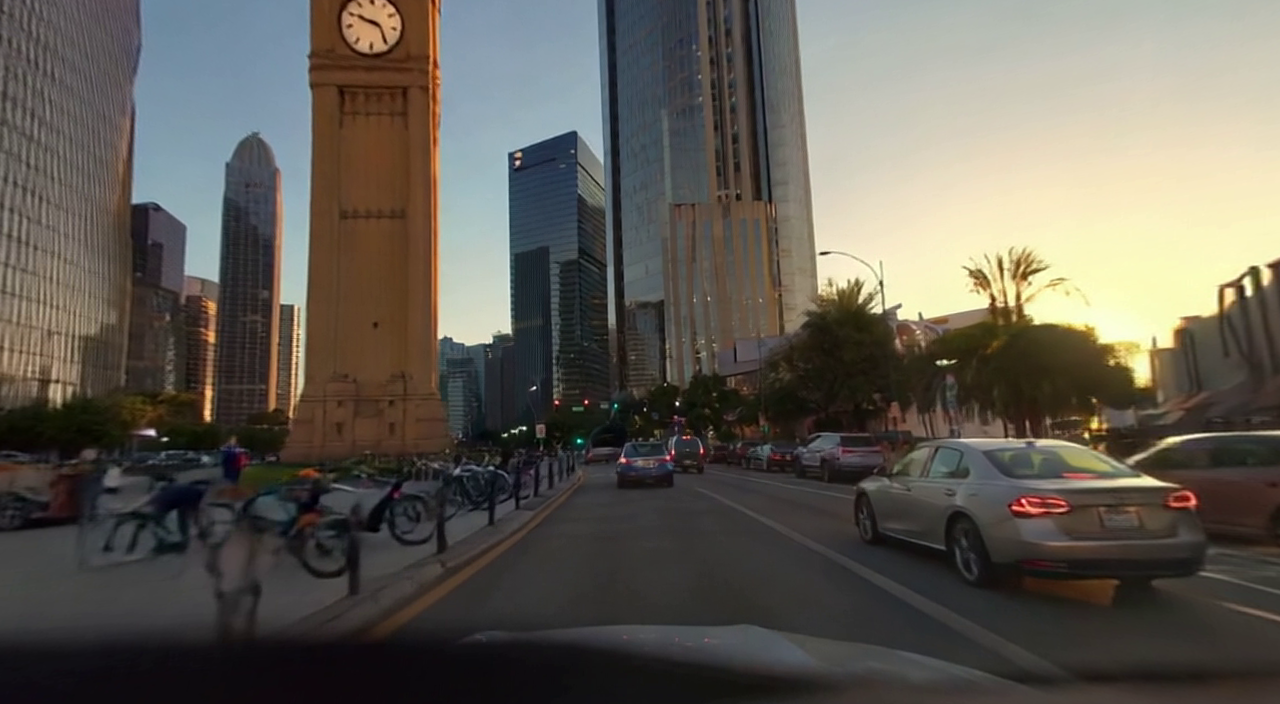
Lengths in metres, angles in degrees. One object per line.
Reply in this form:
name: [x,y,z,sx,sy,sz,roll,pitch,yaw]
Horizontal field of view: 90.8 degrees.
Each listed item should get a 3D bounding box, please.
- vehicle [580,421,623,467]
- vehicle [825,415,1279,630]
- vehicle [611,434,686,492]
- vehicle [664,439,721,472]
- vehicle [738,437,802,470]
vehicle: [-2.733,6.345,43.410,2.400,2.872,6.053,1,-9,-8]
vehicle: [3.898,1.577,6.935,2.116,1.500,4.702,0,-9,-3]
vehicle: [0.158,3.449,19.896,2.111,1.605,3.832,0,-9,-3]
vehicle: [2.638,5.372,32.873,1.981,1.572,4.718,1,-9,-8]
vehicle: [6.986,5.516,34.449,2.067,1.641,4.569,0,-9,-6]
